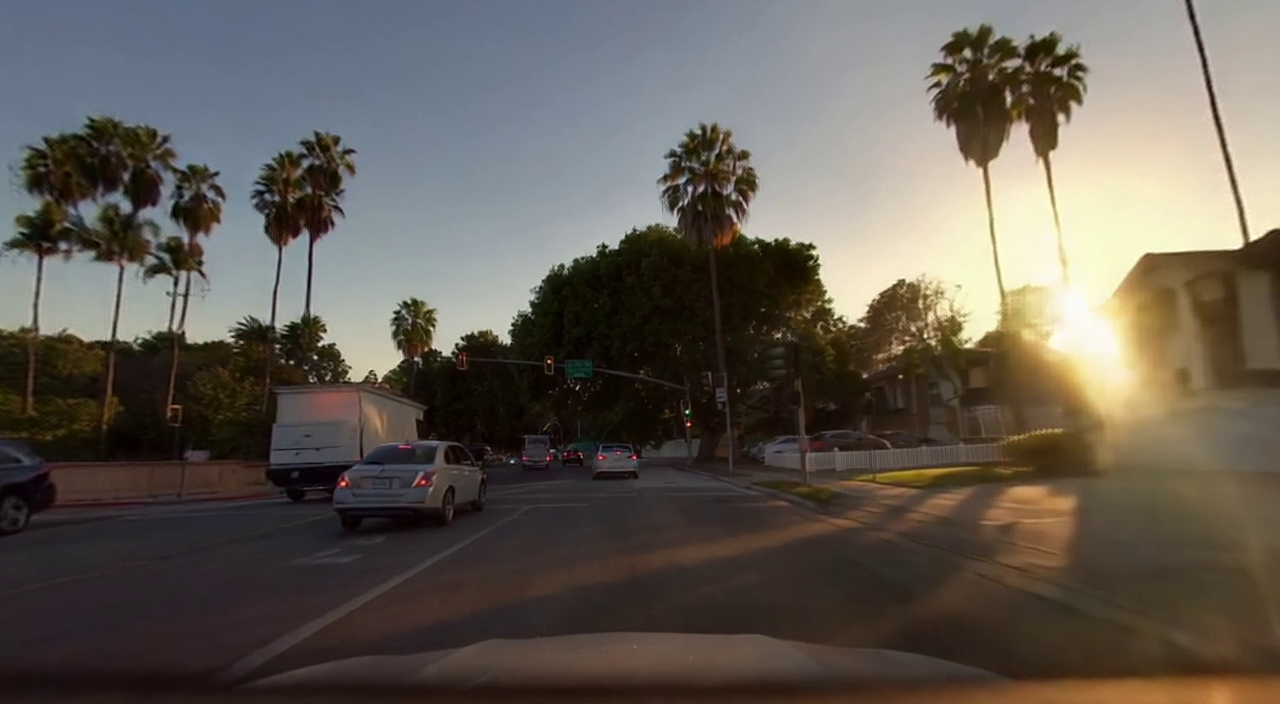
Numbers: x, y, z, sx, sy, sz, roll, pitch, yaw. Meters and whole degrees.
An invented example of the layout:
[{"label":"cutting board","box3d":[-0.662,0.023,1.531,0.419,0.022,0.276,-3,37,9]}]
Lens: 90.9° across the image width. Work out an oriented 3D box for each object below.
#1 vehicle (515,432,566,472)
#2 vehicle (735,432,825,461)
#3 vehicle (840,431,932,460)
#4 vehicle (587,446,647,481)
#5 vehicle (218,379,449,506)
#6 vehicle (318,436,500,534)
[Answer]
[{"label":"vehicle","box3d":[-5.087,5.170,32.784,2.032,1.852,4.571,-1,-8,-2]},{"label":"vehicle","box3d":[8.410,5.669,37.886,4.742,1.690,2.218,2,-9,-18]},{"label":"vehicle","box3d":[14.316,5.437,36.752,4.615,1.555,2.021,2,-9,-15]},{"label":"vehicle","box3d":[-0.934,4.265,24.380,2.131,1.222,3.868,0,-9,-3]},{"label":"vehicle","box3d":[-7.628,2.434,16.985,2.821,2.701,6.721,-1,-9,0]},{"label":"vehicle","box3d":[-3.965,2.336,11.705,1.709,1.425,4.337,-1,-9,1]}]
